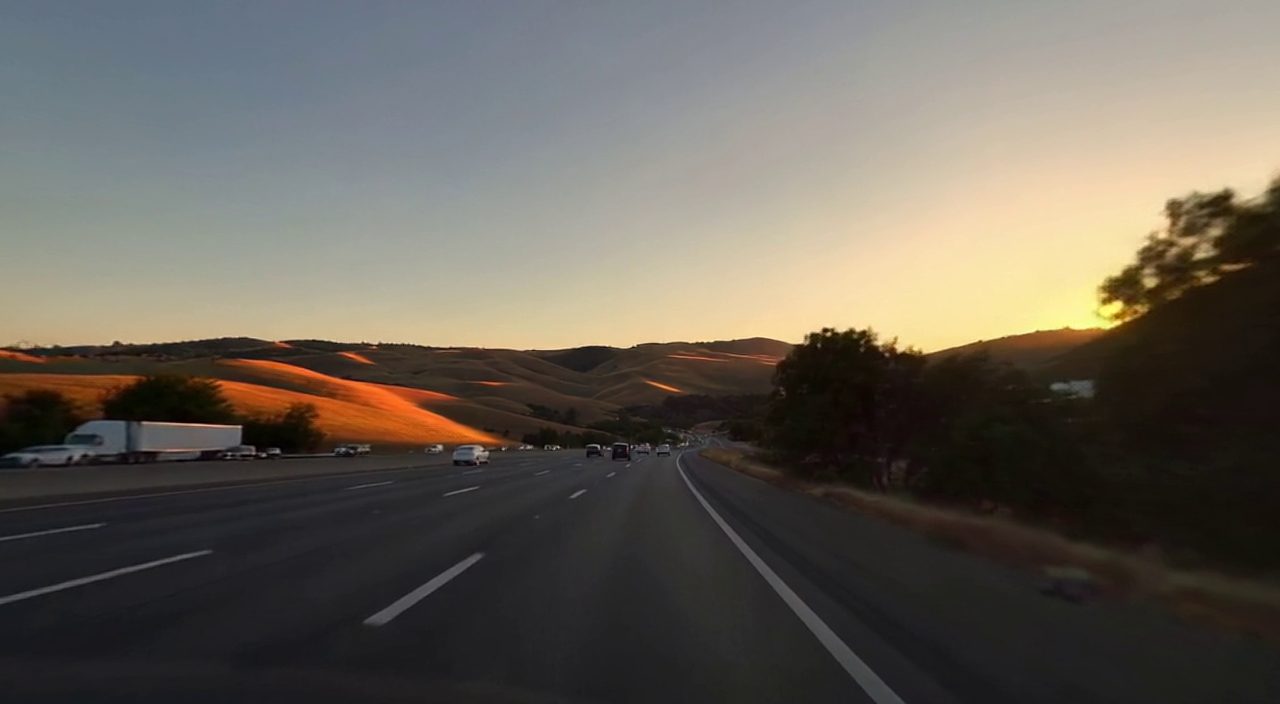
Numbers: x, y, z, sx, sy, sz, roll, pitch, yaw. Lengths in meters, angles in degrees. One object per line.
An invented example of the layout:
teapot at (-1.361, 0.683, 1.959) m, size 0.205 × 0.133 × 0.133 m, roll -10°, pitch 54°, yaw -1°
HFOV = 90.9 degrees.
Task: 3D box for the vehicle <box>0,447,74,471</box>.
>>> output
vehicle at (-42.032, 7.286, 43.242) m, size 1.722 × 1.465 × 4.952 m, roll 0°, pitch -8°, yaw 3°

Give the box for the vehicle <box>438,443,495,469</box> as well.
vehicle at (-10.131, 6.103, 37.188) m, size 1.927 × 1.454 × 4.395 m, roll 0°, pitch -8°, yaw 3°
